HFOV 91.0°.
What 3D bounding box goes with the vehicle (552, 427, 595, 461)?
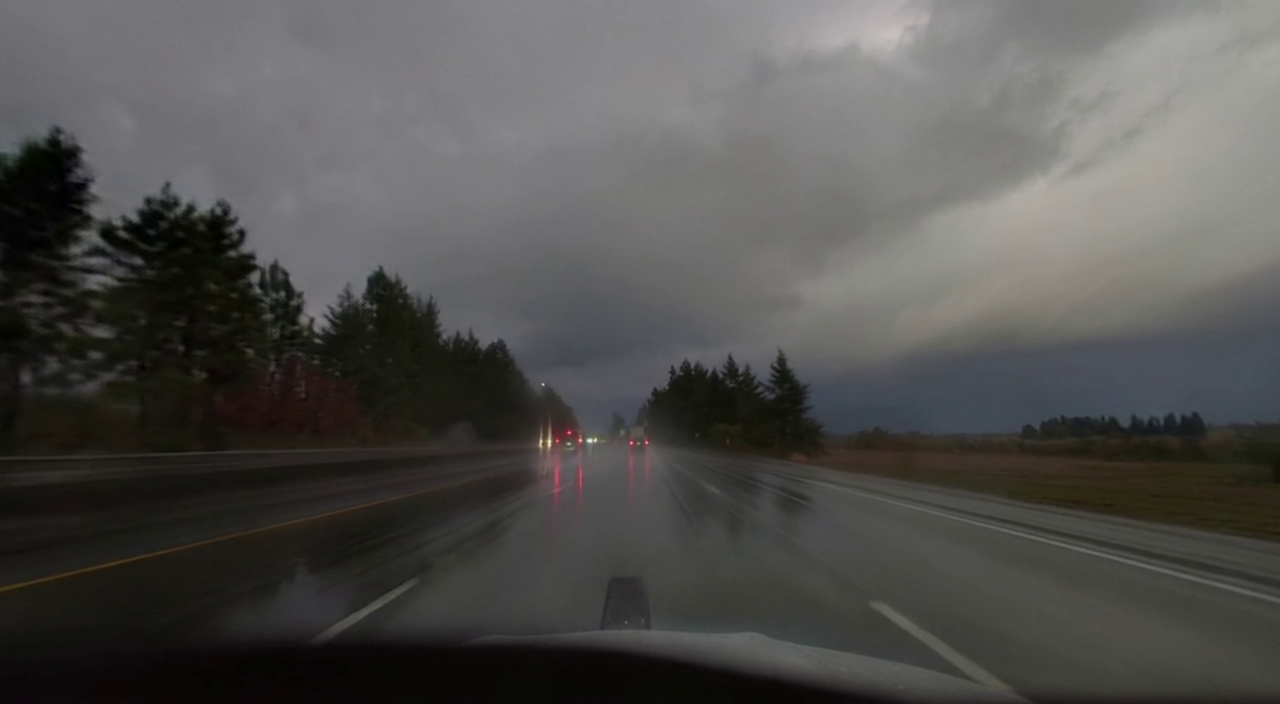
[{"bbox_3d":[-4.185,5.912,40.514,2.241,2.034,4.890,0,-8,0],"label":"vehicle"}]
